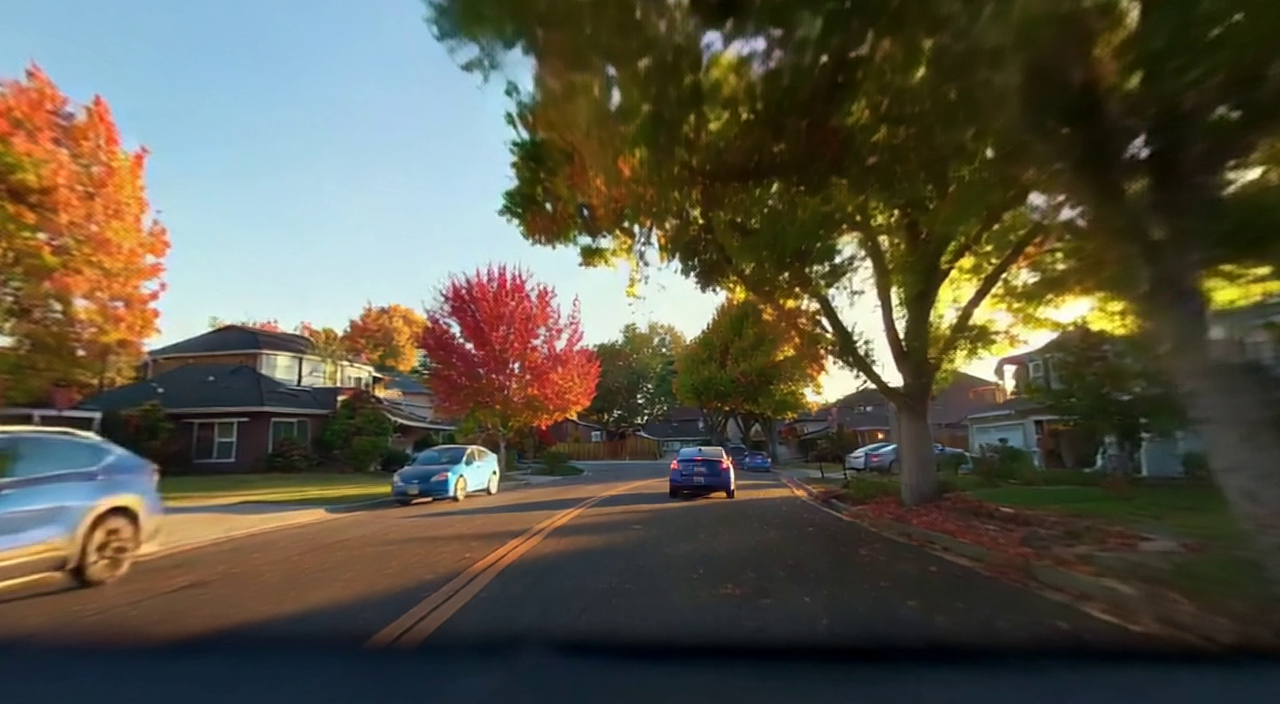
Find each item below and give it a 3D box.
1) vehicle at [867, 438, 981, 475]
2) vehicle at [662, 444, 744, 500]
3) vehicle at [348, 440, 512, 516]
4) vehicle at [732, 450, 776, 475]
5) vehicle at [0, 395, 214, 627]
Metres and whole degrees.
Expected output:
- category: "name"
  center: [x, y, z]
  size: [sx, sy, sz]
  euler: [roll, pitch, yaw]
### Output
- category: "vehicle"
  center: [13.845, 5.096, 30.989]
  size: [4.524, 1.587, 2.064]
  euler: [-2, -7, 0]
- category: "vehicle"
  center: [1.881, 3.563, 19.238]
  size: [2.192, 1.474, 4.192]
  euler: [-1, -8, 5]
- category: "vehicle"
  center: [-5.577, 3.388, 17.712]
  size: [2.641, 1.747, 4.738]
  euler: [-2, -8, 5]
- category: "vehicle"
  center: [7.304, 7.130, 40.984]
  size: [2.089, 1.462, 4.529]
  euler: [0, -8, 1]
- category: "vehicle"
  center: [-6.303, 1.372, 5.316]
  size: [2.235, 1.851, 4.662]
  euler: [-3, -9, -1]
